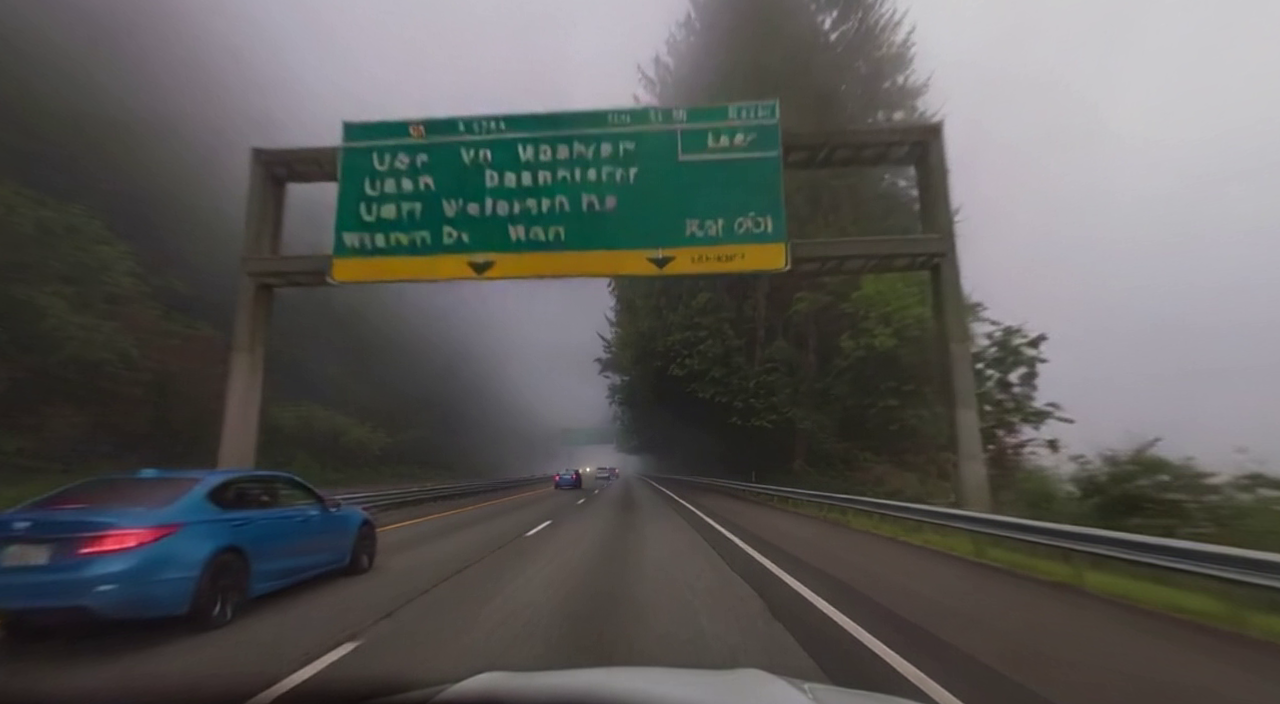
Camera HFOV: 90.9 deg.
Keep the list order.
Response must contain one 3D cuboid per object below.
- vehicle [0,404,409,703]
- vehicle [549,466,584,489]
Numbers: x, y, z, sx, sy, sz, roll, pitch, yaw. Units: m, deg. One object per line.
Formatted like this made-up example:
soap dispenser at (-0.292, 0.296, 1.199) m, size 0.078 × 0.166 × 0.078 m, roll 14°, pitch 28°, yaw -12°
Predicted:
vehicle at (-4.109, 1.533, 5.818) m, size 2.117 × 1.635 × 4.750 m, roll 1°, pitch -11°, yaw 0°
vehicle at (-5.069, 8.743, 43.958) m, size 1.995 × 1.467 × 4.467 m, roll 1°, pitch -11°, yaw -1°
